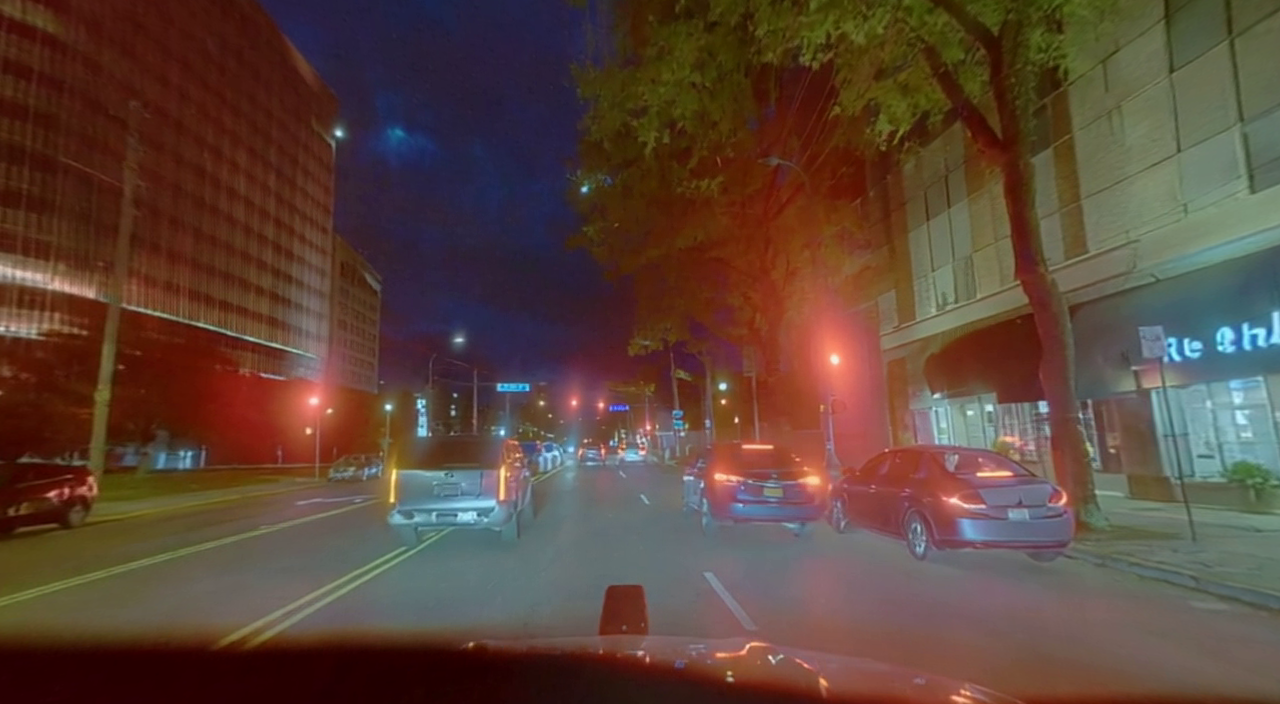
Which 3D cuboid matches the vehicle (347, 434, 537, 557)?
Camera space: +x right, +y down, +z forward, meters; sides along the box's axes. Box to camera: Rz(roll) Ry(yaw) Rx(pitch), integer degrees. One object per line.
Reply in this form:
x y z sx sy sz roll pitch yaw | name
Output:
-2.837 2.053 9.915 2.169 1.427 4.531 2 -9 -12 | vehicle

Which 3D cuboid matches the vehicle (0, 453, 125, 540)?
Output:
-14.055 3.098 13.800 2.000 1.708 4.494 1 -8 -5 | vehicle

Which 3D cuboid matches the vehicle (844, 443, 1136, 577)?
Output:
4.815 2.170 9.481 1.986 1.555 3.879 0 -8 -3 | vehicle

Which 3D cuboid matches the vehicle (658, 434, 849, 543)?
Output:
1.635 2.206 10.951 2.150 1.464 4.467 1 -8 -5 | vehicle

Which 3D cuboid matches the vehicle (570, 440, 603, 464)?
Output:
-3.620 6.674 42.263 2.102 1.521 4.078 1 -8 -5 | vehicle
